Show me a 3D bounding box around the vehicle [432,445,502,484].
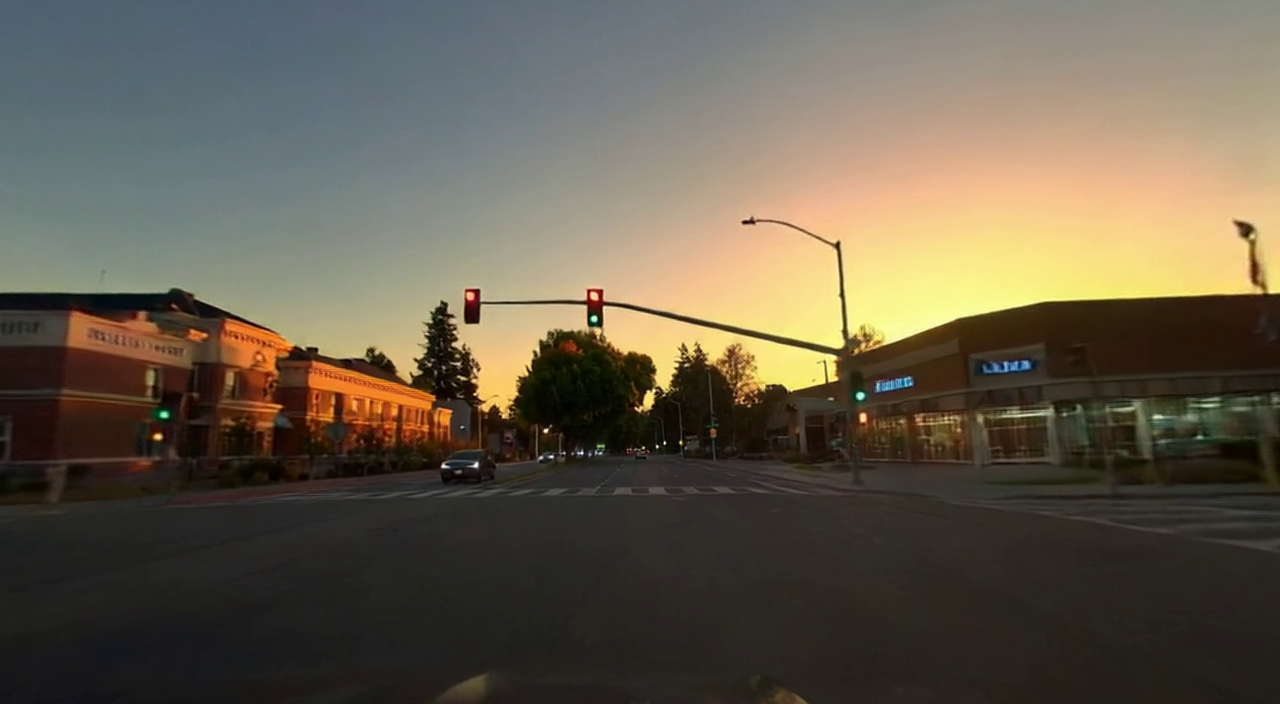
[{"bbox_3d":[-7.754,5.126,28.708,2.011,1.490,4.472,-3,-10,-1],"label":"vehicle"}]
